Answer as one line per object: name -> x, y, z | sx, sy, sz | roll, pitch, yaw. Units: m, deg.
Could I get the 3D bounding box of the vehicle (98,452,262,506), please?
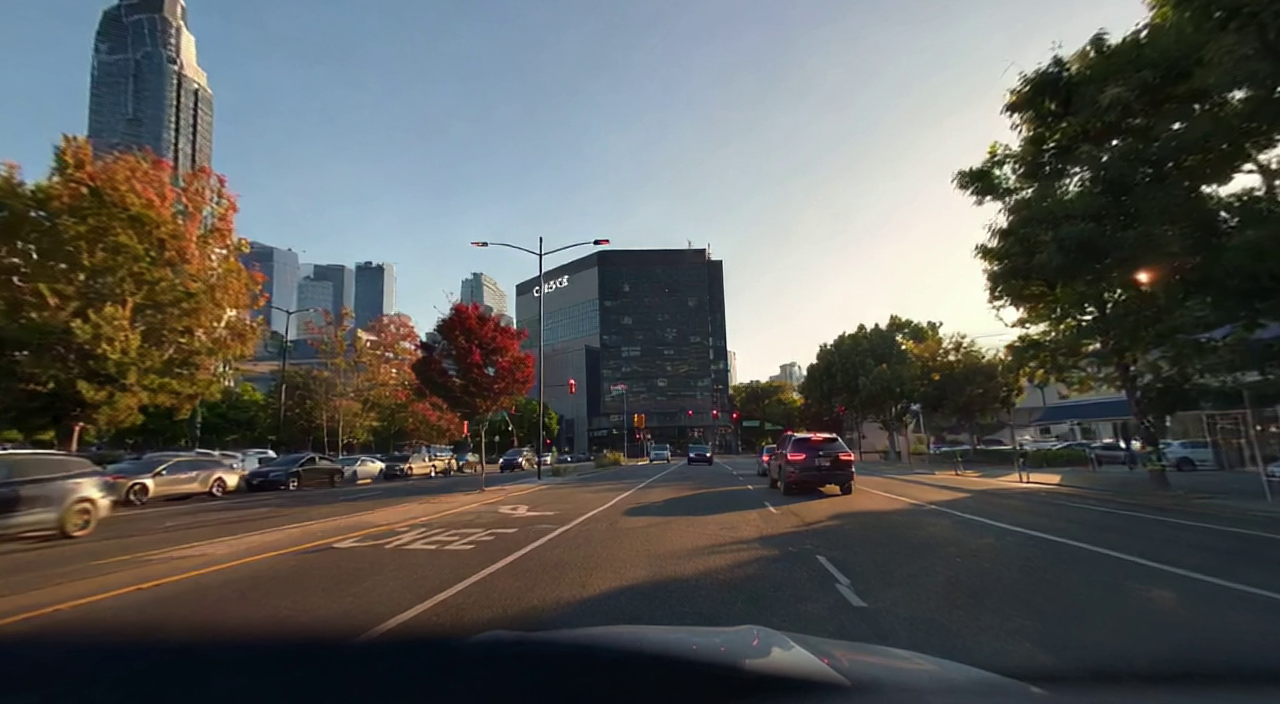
vehicle -> -15.734, 4.315, 21.940 | 1.937, 1.605, 4.531 | -1, -8, 6

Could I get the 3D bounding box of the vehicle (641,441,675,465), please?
vehicle -> 1.398, 7.462, 46.632 | 2.057, 1.678, 4.639 | -1, -8, 7

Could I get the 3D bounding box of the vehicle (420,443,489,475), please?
vehicle -> -11.788, 6.811, 40.524 | 2.337, 1.895, 5.872 | -1, -8, 3

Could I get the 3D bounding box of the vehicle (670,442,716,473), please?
vehicle -> 2.751, 5.335, 32.069 | 2.059, 1.477, 3.988 | -1, -8, 8

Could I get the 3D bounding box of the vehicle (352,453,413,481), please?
vehicle -> -14.931, 6.660, 36.801 | 1.804, 1.437, 4.560 | 0, -8, -2

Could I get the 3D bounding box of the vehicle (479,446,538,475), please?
vehicle -> -7.645, 6.317, 37.084 | 2.047, 1.572, 4.472 | -1, -8, 6

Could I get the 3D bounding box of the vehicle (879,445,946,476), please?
vehicle -> 13.620, 5.401, 31.774 | 1.935, 1.435, 4.141 | -1, -8, 6

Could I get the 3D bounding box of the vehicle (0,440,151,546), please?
vehicle -> -11.284, 2.349, 10.637 | 2.059, 1.695, 4.595 | -1, -8, 6

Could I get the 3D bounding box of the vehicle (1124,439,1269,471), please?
vehicle -> 28.930, 5.420, 33.057 | 2.043, 1.496, 5.210 | 2, -10, -21

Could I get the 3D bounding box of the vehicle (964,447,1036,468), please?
vehicle -> 27.484, 8.064, 48.290 | 4.361, 1.429, 1.843 | 0, -9, 11

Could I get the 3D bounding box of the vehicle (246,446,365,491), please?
vehicle -> -15.587, 5.402, 29.861 | 2.200, 1.884, 5.653 | -1, -8, 4

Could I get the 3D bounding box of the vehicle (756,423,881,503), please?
vehicle -> 4.492, 2.879, 16.760 | 2.282, 1.797, 4.924 | -1, -8, 5
